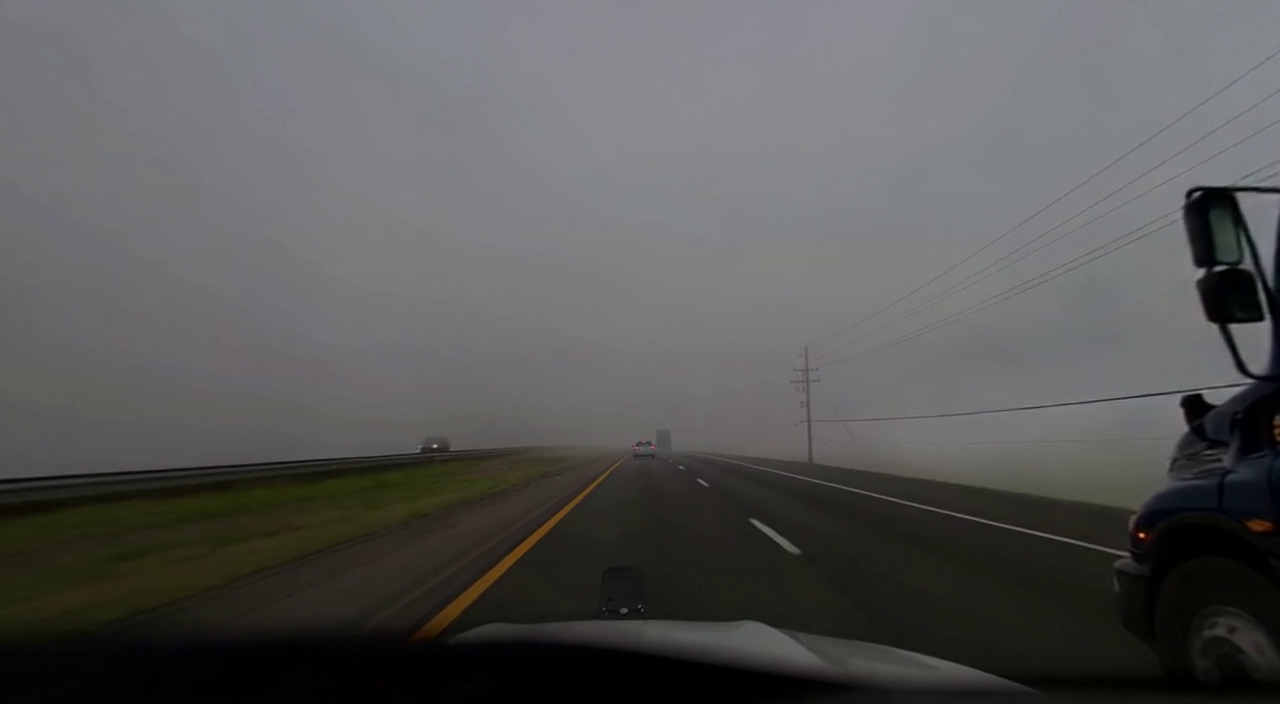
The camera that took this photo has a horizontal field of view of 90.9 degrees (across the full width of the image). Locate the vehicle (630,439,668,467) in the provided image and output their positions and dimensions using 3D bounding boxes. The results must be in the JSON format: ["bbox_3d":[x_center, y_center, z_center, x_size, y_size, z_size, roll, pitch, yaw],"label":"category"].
[{"bbox_3d":[0.508,6.056,37.867,2.192,1.556,4.132,-1,-8,0],"label":"vehicle"}]
